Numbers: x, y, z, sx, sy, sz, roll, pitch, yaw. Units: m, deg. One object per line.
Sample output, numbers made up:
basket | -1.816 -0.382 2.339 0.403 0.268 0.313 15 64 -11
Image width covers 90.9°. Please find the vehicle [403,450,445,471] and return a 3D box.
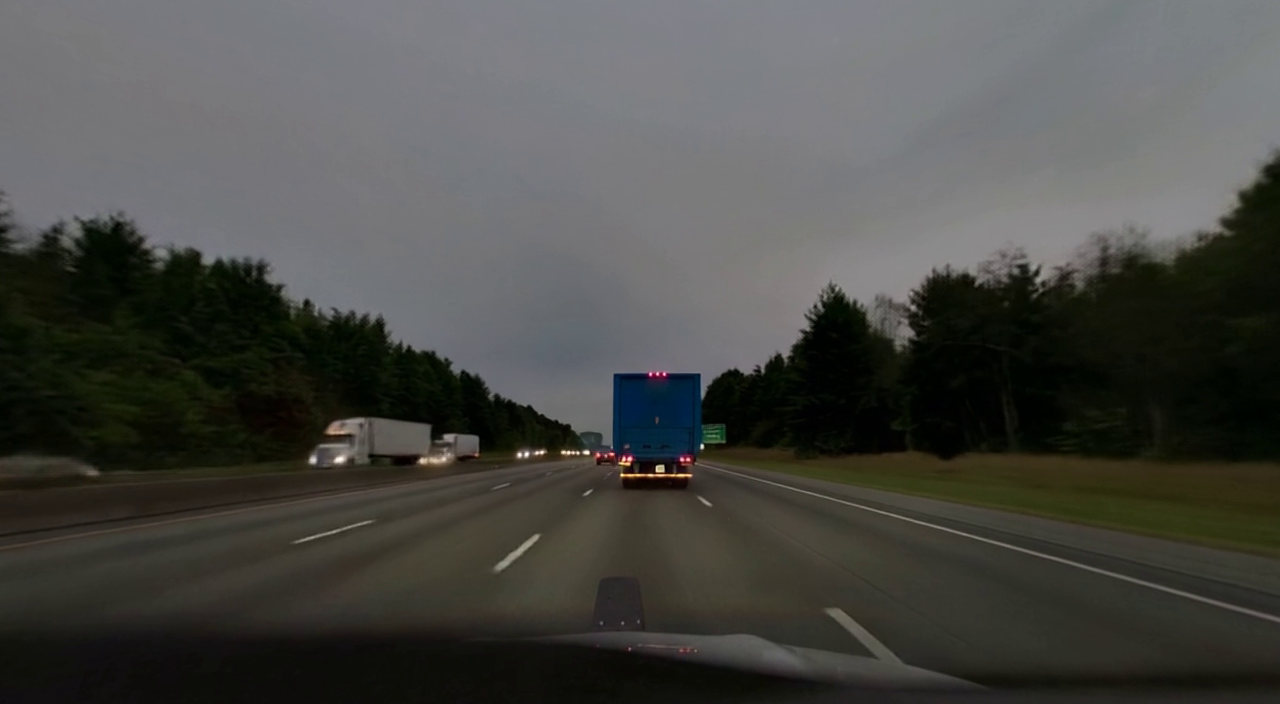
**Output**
vehicle | -15.872 7.974 46.536 1.774 1.419 3.615 0 -9 1

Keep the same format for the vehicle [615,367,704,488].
vehicle | 0.603 3.224 25.832 2.898 3.973 10.063 0 -9 0

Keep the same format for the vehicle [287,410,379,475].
vehicle | -20.009 5.991 41.555 2.939 3.903 5.958 0 -9 0
